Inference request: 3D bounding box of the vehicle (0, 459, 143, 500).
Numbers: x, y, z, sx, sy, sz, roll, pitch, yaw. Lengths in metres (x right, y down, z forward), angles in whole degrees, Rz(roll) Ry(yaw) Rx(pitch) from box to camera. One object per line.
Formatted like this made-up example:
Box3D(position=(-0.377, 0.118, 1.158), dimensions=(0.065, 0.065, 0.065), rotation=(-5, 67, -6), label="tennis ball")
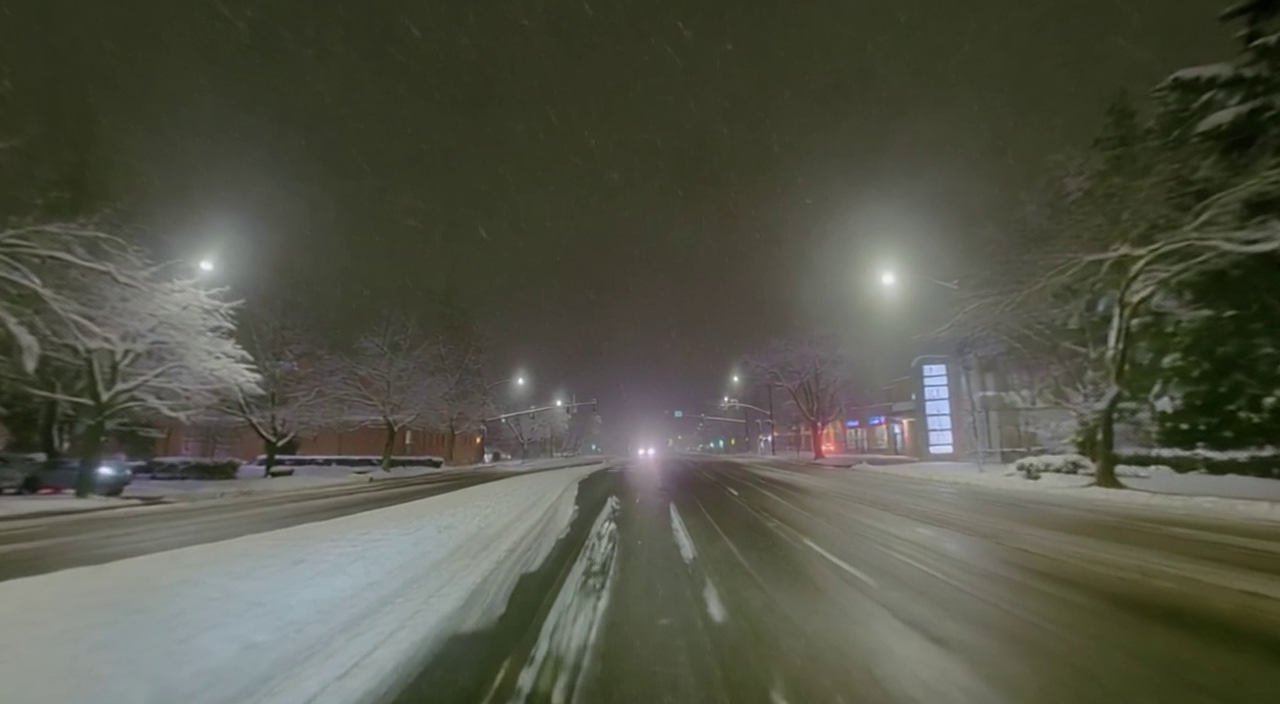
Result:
Box3D(position=(-24.289, 5.422, 27.187), dimensions=(1.908, 1.502, 4.584), rotation=(0, -8, 2), label="vehicle")
